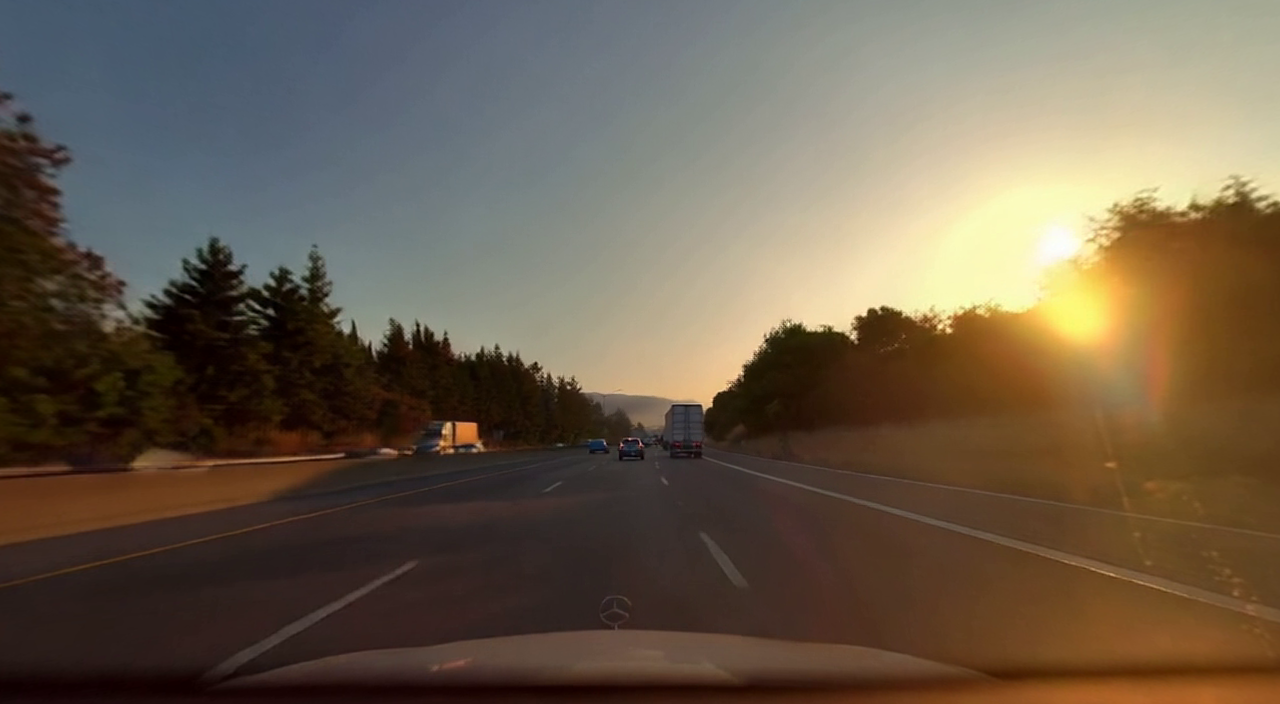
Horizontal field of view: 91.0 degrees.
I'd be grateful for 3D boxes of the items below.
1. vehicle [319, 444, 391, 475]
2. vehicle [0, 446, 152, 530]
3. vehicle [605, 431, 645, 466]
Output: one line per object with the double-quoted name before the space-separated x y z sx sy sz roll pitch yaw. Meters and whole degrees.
"vehicle" -16.719 6.278 37.174 2.136 1.671 4.417 -1 -8 1
"vehicle" -12.788 2.740 13.097 1.880 1.515 4.210 0 -8 0
"vehicle" -0.819 5.712 37.525 2.211 1.933 4.315 -1 -8 0
